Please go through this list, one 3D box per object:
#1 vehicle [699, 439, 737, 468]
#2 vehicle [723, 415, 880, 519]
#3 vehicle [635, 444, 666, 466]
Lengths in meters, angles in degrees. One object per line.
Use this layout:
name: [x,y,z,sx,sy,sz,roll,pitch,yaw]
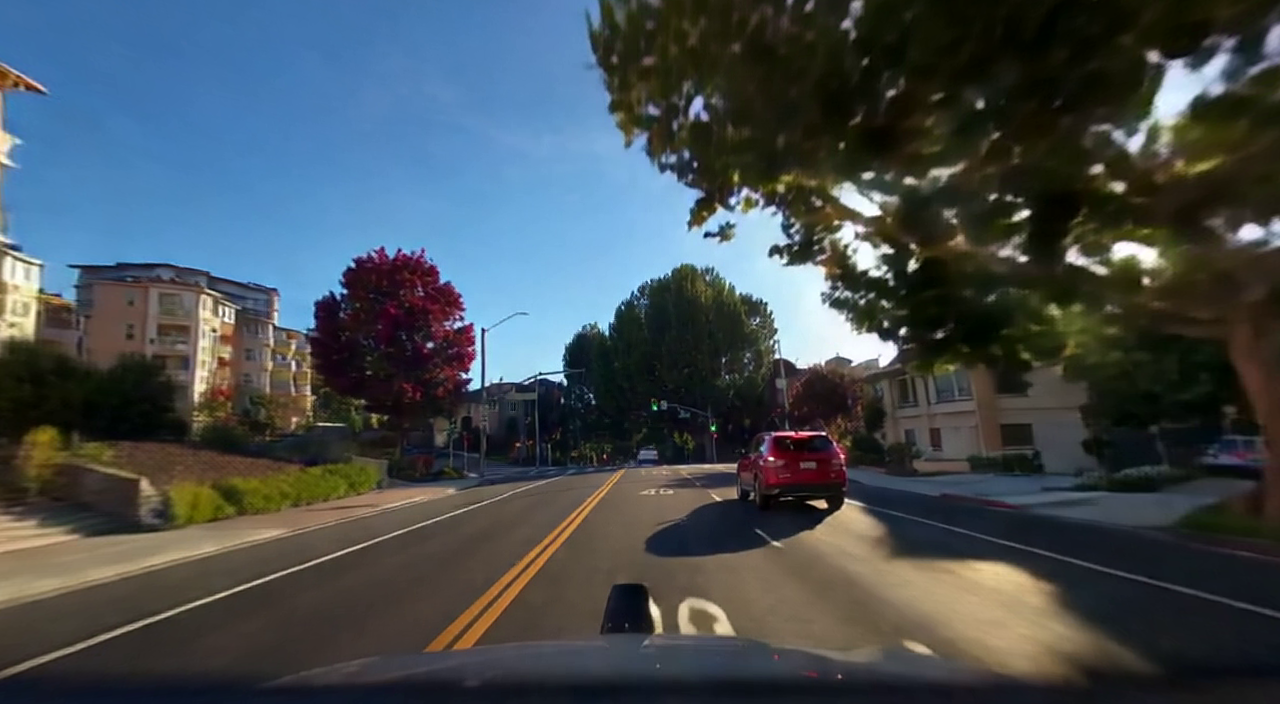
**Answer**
vehicle: [5.250,6.836,42.536,2.335,1.794,4.898,-1,-9,7]
vehicle: [3.240,2.440,13.878,2.130,1.863,4.844,0,-9,0]
vehicle: [0.739,7.464,45.831,2.097,1.463,4.043,0,-9,0]
